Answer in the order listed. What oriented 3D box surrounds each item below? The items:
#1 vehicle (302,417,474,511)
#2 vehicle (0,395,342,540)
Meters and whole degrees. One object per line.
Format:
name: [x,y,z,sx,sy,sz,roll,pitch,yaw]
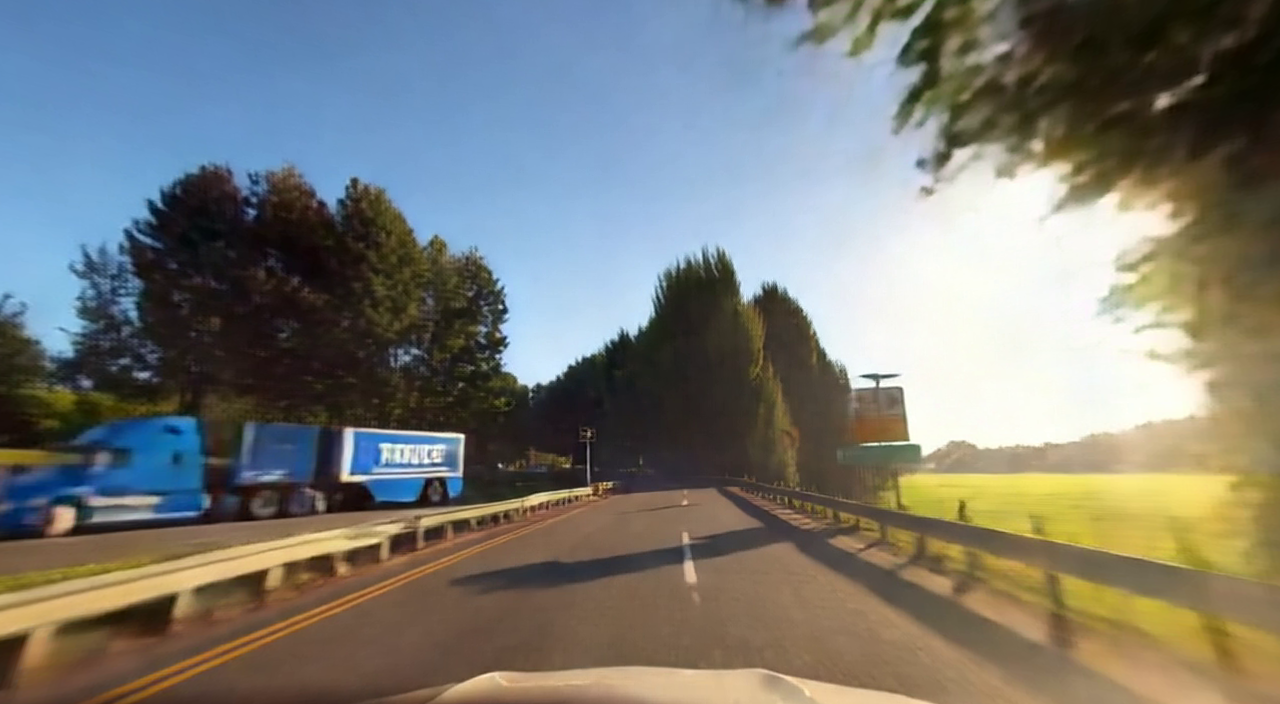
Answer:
vehicle: [-12.333,5.682,31.860,2.935,4.083,7.922,-4,-12,25]
vehicle: [-16.917,4.317,23.634,2.952,4.284,9.811,-6,-13,34]
